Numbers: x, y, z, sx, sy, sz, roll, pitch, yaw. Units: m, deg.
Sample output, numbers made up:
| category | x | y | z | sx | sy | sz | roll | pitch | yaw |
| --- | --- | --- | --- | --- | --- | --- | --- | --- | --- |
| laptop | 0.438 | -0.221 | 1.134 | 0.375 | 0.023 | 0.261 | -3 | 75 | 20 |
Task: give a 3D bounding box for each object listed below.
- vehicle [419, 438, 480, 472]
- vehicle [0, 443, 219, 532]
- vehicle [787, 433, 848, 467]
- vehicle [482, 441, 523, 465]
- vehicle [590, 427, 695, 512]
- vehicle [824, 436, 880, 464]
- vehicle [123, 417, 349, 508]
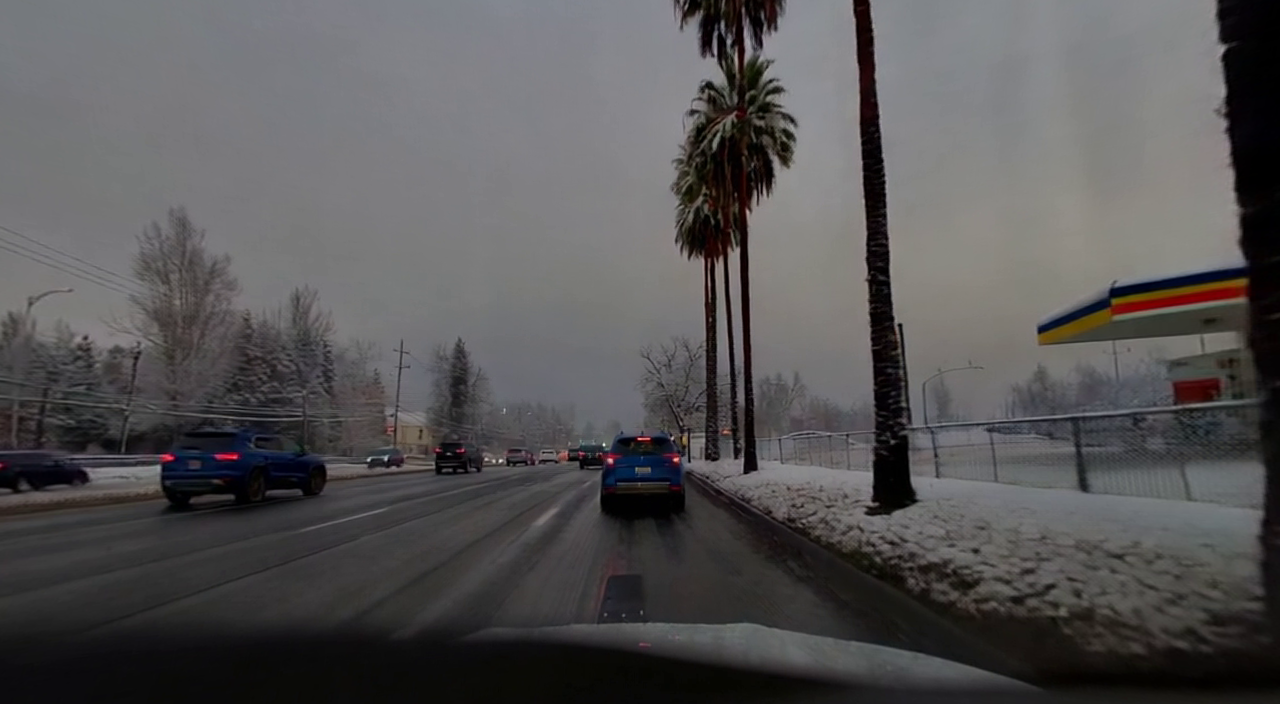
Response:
| category | x | y | z | sx | sy | sz | roll | pitch | yaw |
| --- | --- | --- | --- | --- | --- | --- | --- | --- | --- |
| vehicle | -10.579 | 5.746 | 35.190 | 1.965 | 1.743 | 4.327 | 0 | -9 | 1 |
| vehicle | -10.021 | 2.409 | 11.684 | 1.924 | 1.384 | 3.426 | 0 | -9 | 1 |
| vehicle | 8.240 | 4.497 | 28.931 | 1.837 | 1.416 | 3.947 | -4 | -10 | 27 |
| vehicle | -10.475 | 7.752 | 48.181 | 1.998 | 1.731 | 4.952 | 0 | -9 | 0 |
| vehicle | 0.076 | 2.680 | 14.719 | 2.121 | 1.710 | 3.893 | 0 | -9 | 1 |
| vehicle | 12.049 | 5.565 | 35.885 | 1.681 | 1.503 | 3.781 | 0 | -8 | -3 |
| vehicle | -9.990 | 2.793 | 16.295 | 2.269 | 1.934 | 5.350 | 0 | -9 | 0 |
